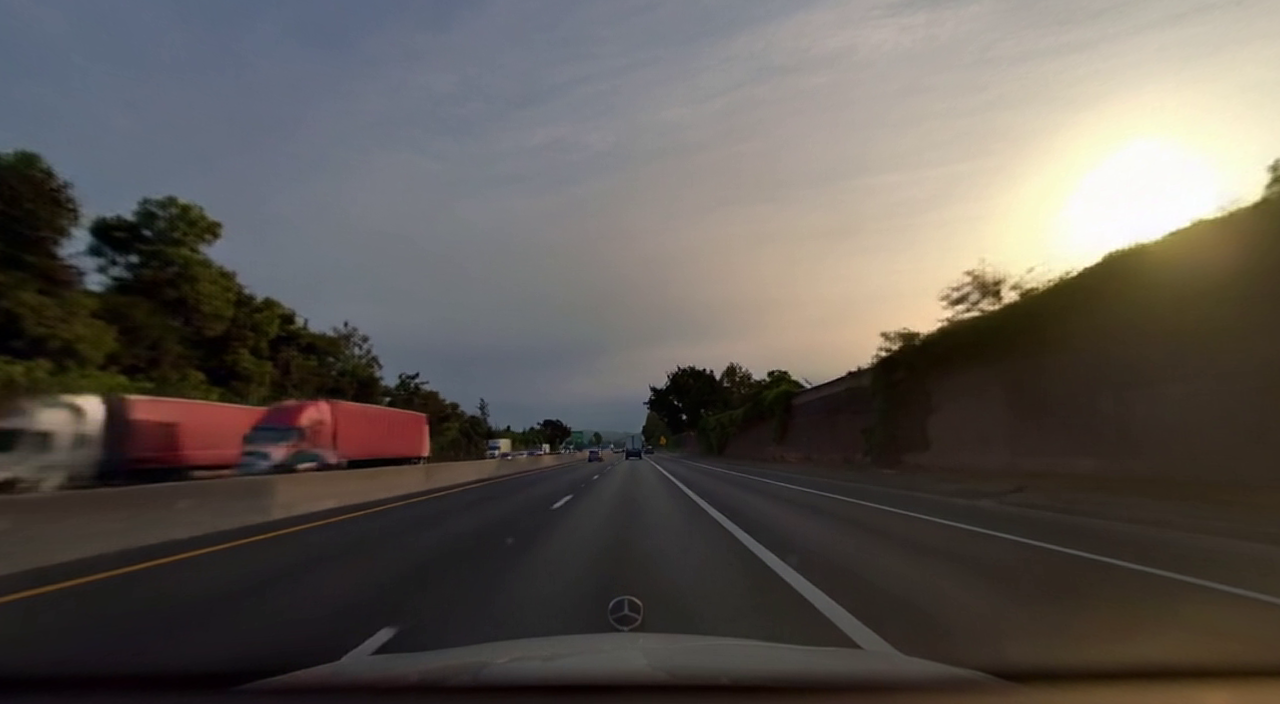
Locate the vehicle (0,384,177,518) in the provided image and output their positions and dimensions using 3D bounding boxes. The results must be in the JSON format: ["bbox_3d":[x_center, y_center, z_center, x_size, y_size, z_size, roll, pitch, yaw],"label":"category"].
[{"bbox_3d":[-19.949,3.346,21.582,3.025,3.867,6.475,0,-9,0],"label":"vehicle"}]

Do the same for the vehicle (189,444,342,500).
[{"bbox_3d":[-11.246,3.612,19.400,1.910,1.506,4.487,0,-9,0],"label":"vehicle"}]

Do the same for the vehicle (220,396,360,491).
[{"bbox_3d":[-16.201,4.336,29.823,2.980,4.025,6.140,0,-9,-1],"label":"vehicle"}]
